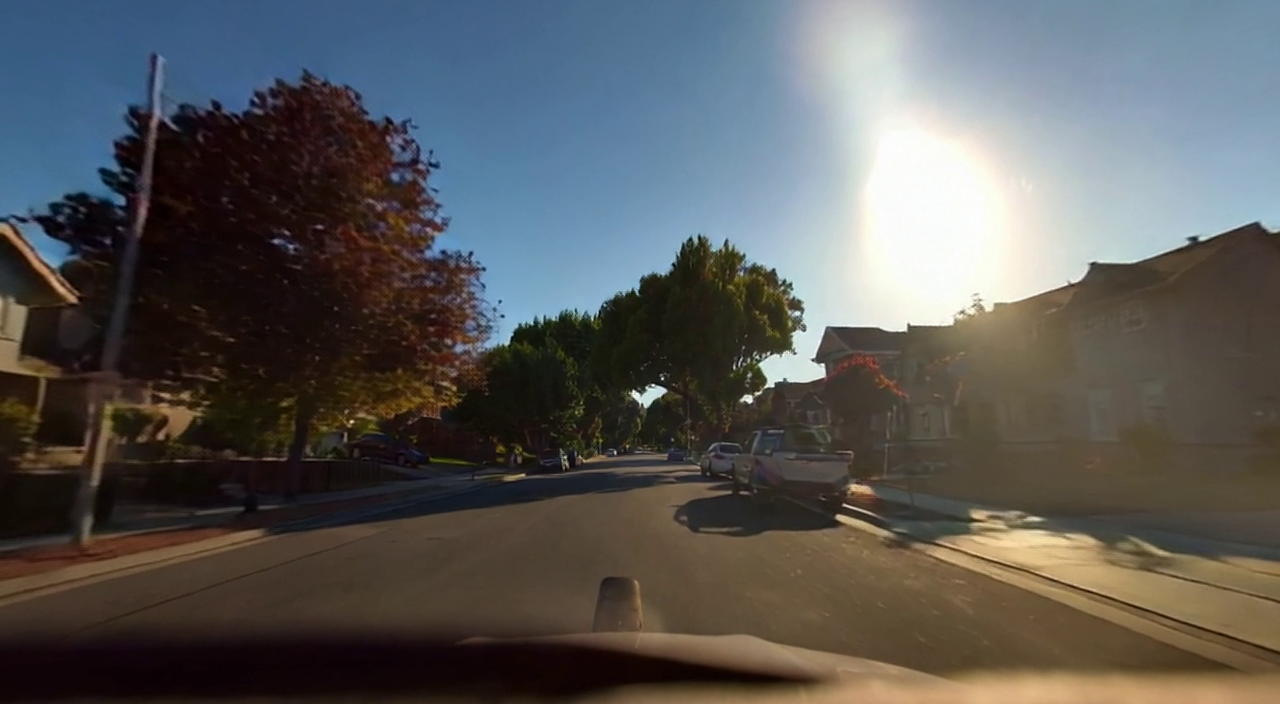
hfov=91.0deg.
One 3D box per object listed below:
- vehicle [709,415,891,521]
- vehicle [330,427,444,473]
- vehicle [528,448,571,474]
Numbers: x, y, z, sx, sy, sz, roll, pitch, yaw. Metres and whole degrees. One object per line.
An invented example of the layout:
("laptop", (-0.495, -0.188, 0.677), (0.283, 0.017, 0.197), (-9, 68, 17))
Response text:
("vehicle", (3.799, 2.991, 16.996), (2.952, 2.216, 7.033), (0, -8, -1))
("vehicle", (-13.072, 5.078, 32.784), (4.837, 1.897, 2.228), (4, -8, 5))
("vehicle", (-5.795, 7.048, 40.986), (2.027, 1.544, 4.959), (-1, -9, 1))
